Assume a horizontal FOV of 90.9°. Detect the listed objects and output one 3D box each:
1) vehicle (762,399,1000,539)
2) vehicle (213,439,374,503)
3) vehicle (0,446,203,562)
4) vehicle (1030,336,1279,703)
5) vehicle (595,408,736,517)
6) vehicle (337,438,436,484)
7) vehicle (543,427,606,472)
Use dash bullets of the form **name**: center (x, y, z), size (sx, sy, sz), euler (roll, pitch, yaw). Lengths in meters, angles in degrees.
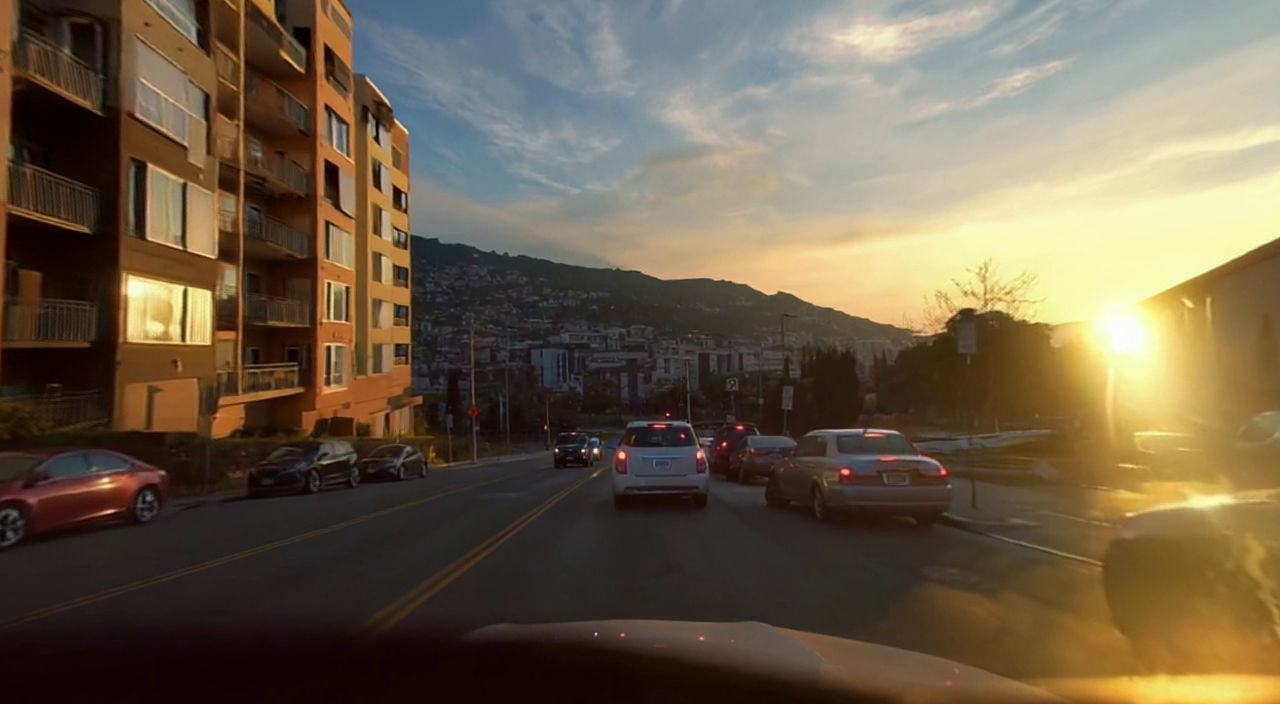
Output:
- **vehicle**: center (3.636, 1.879, 10.672), size (2.158, 1.828, 4.573), euler (0, -8, 0)
- **vehicle**: center (-9.416, 3.229, 17.634), size (2.002, 1.546, 4.339), euler (0, -8, 1)
- **vehicle**: center (-9.295, 2.210, 9.743), size (2.021, 1.474, 4.337), euler (0, -8, -2)
- **vehicle**: center (3.609, 0.677, 1.663), size (2.076, 1.722, 4.721), euler (0, -8, 0)
- **vehicle**: center (0.436, 2.080, 12.236), size (2.261, 1.740, 4.065), euler (0, -8, 1)
- **vehicle**: center (-9.328, 4.022, 23.616), size (1.955, 1.555, 4.424), euler (0, -8, -2)
- **vehicle**: center (-2.682, 4.120, 26.787), size (2.219, 1.746, 4.197), euler (0, -8, 0)
